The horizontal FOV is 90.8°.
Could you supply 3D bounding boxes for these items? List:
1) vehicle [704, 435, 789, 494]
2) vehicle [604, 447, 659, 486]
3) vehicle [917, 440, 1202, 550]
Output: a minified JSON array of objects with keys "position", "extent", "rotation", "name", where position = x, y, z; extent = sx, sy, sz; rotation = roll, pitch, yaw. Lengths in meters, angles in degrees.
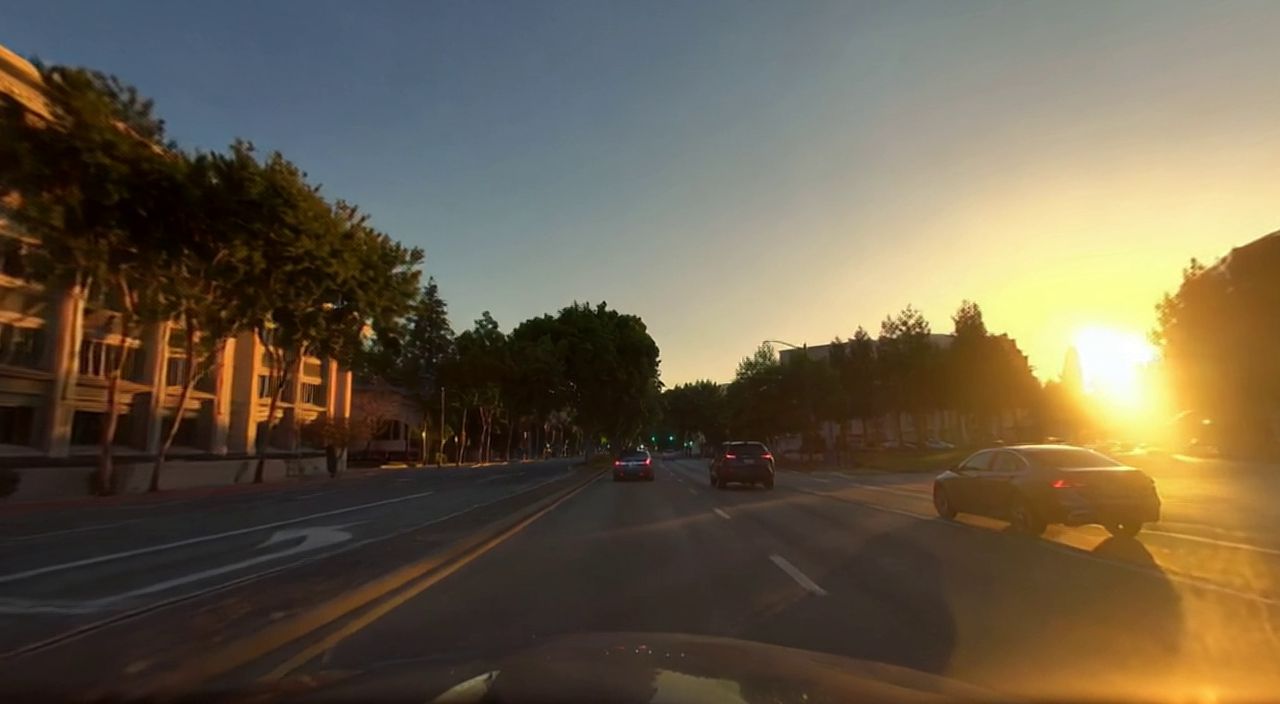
[{"position":[3.466,3.757,21.420],"extent":[2.036,1.757,4.300],"rotation":[0,-9,-1],"name":"vehicle"},{"position":[-0.348,4.617,25.921],"extent":[2.054,1.446,3.969],"rotation":[0,-9,-1],"name":"vehicle"},{"position":[6.705,2.279,10.841],"extent":[1.868,1.472,4.274],"rotation":[0,-9,-1],"name":"vehicle"}]
